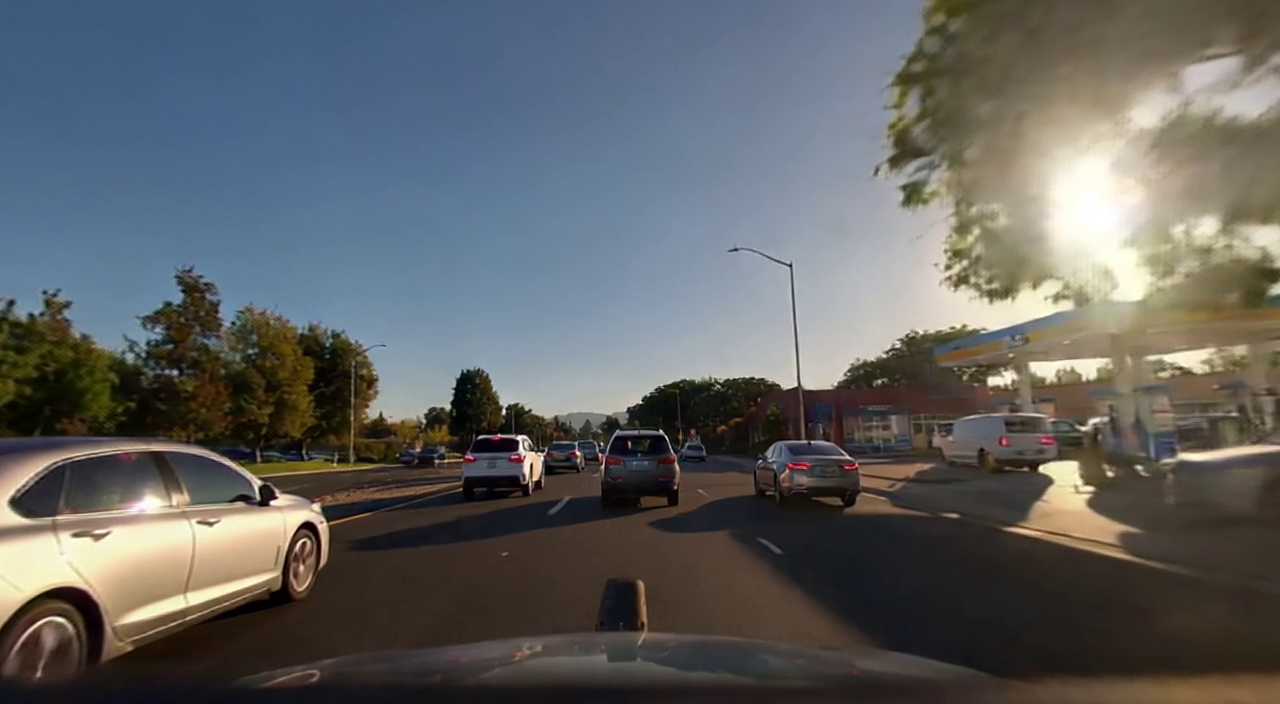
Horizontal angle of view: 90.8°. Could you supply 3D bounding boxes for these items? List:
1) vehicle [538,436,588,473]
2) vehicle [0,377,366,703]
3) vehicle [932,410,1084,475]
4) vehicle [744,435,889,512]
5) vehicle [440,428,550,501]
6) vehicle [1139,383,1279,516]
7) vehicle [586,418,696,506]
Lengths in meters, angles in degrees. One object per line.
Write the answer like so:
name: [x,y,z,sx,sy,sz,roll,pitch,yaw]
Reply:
vehicle: [-3.618,4.915,30.444,1.871,1.673,3.920,0,-8,1]
vehicle: [-3.616,1.125,4.122,1.864,1.574,4.031,0,-8,-1]
vehicle: [11.914,3.007,20.964,2.102,1.887,4.673,0,-8,-1]
vehicle: [3.778,2.670,14.492,1.888,1.456,4.589,0,-8,-2]
vehicle: [-3.727,2.961,17.021,1.932,1.695,4.150,0,-8,1]
vehicle: [11.611,1.402,9.580,5.966,1.991,2.353,-10,-12,41]
vehicle: [0.006,2.603,15.275,2.279,1.803,4.254,0,-8,0]
